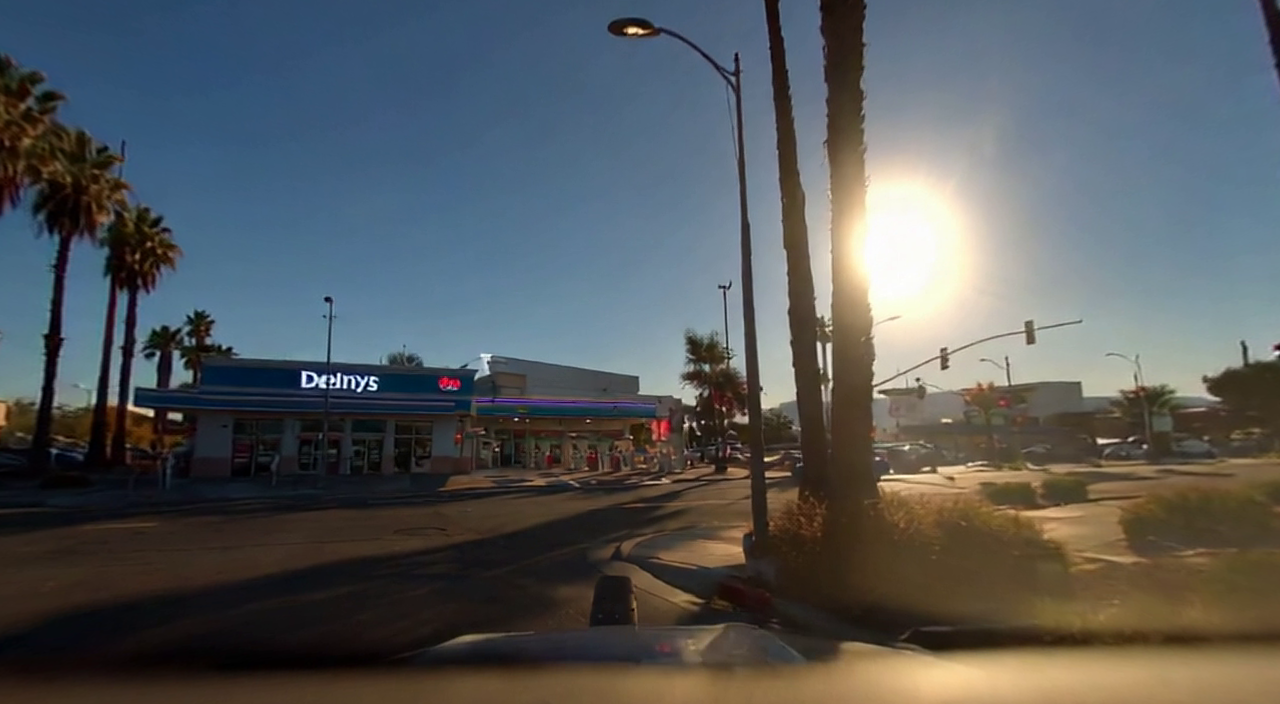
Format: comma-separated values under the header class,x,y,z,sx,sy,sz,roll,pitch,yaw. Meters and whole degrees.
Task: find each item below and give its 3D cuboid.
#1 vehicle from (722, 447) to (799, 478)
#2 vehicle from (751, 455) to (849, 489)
class,x,y,z,sx,sy,sz,roll,pitch,yaw
vehicle,8.405,7.641,43.957,4.880,1.754,2.202,2,-4,-25
vehicle,8.078,6.062,31.897,4.570,1.480,1.873,6,-10,-20
